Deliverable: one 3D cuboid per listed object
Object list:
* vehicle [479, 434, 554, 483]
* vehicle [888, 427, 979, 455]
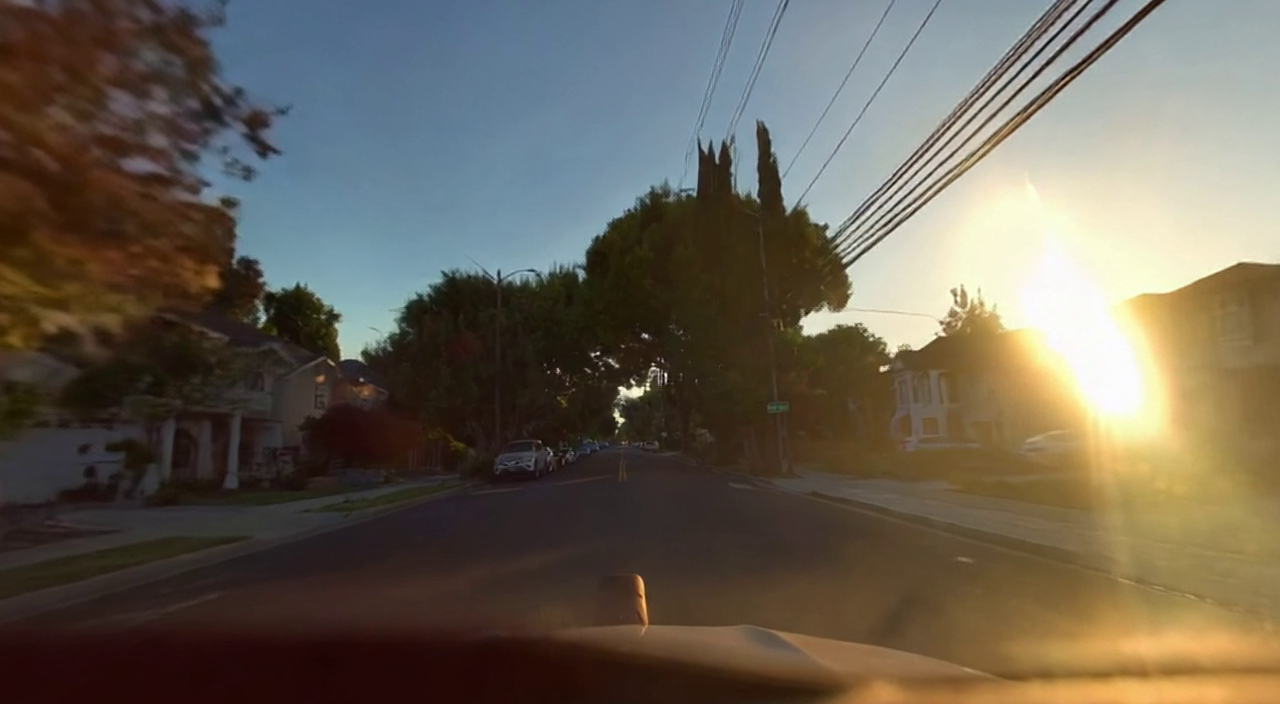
[{"bbox_3d":[-5.851,5.129,30.839,2.411,1.979,5.915,-5,-8,0],"label":"vehicle"},{"bbox_3d":[17.394,5.323,37.626,4.372,1.490,2.032,-1,-10,1],"label":"vehicle"}]
